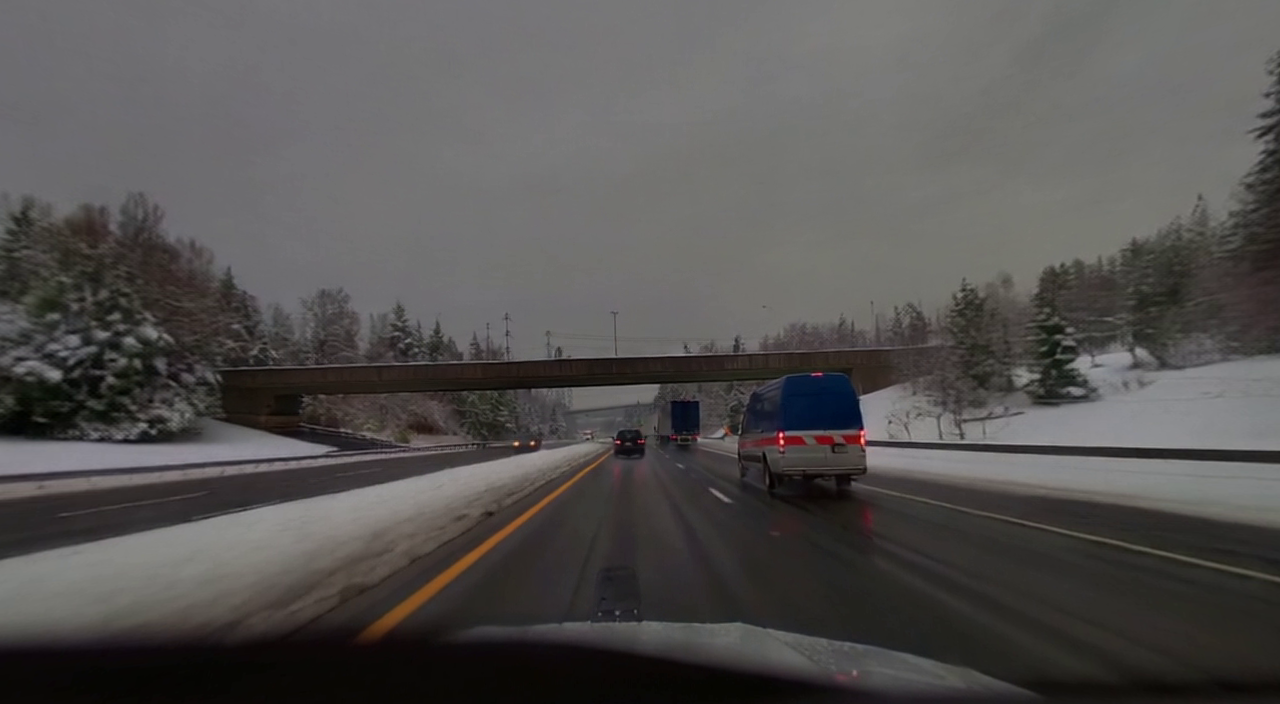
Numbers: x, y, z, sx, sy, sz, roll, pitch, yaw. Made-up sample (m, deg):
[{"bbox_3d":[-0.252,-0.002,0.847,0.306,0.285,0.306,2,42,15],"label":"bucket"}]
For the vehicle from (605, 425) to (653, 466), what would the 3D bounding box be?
[{"bbox_3d":[-0.519,4.350,29.543,2.073,1.750,4.116,0,-8,-1],"label":"vehicle"}]

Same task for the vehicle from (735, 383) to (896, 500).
[{"bbox_3d":[4.193,2.290,16.309,2.387,2.506,5.374,0,-8,-3],"label":"vehicle"}]
